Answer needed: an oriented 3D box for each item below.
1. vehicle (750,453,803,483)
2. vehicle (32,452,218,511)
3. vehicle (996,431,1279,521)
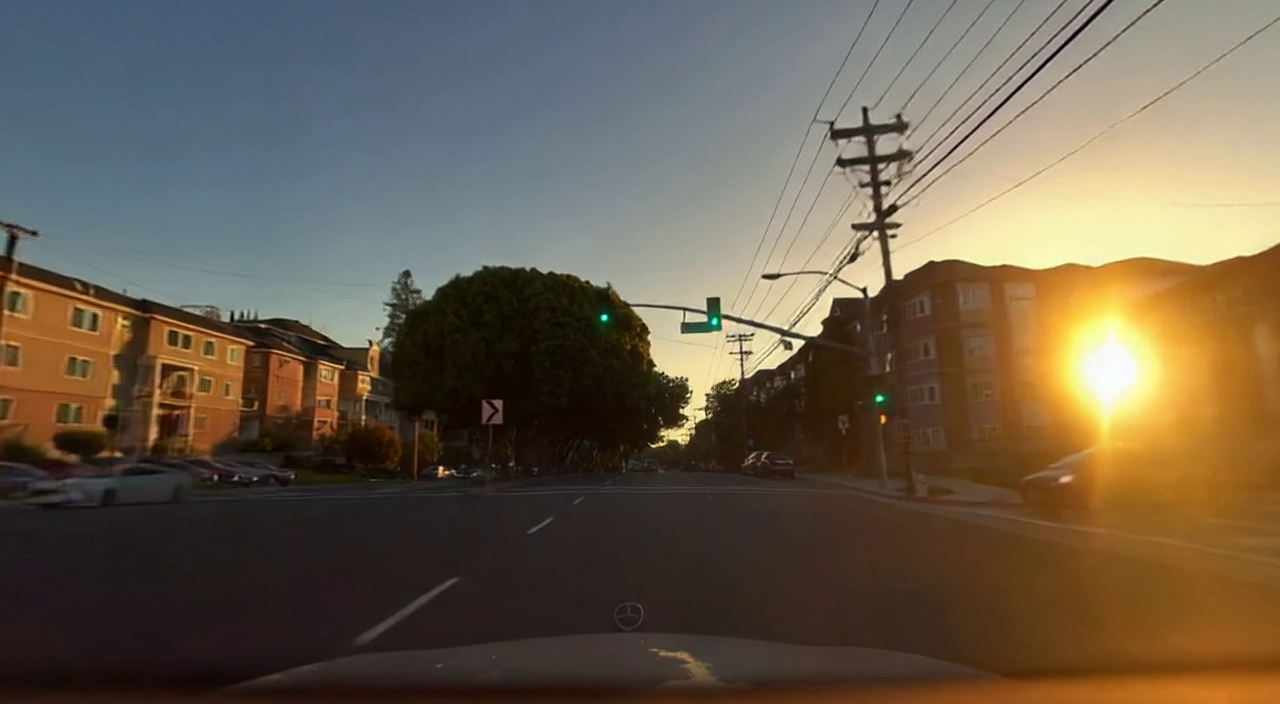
[{"bbox_3d":[7.485,6.363,34.964,1.875,1.481,4.434,0,-8,-1],"label":"vehicle"},{"bbox_3d":[-16.056,4.019,20.077,1.951,1.595,4.548,-1,-8,2],"label":"vehicle"},{"bbox_3d":[9.991,2.472,12.914,4.171,1.654,1.919,-1,-8,5],"label":"vehicle"}]
